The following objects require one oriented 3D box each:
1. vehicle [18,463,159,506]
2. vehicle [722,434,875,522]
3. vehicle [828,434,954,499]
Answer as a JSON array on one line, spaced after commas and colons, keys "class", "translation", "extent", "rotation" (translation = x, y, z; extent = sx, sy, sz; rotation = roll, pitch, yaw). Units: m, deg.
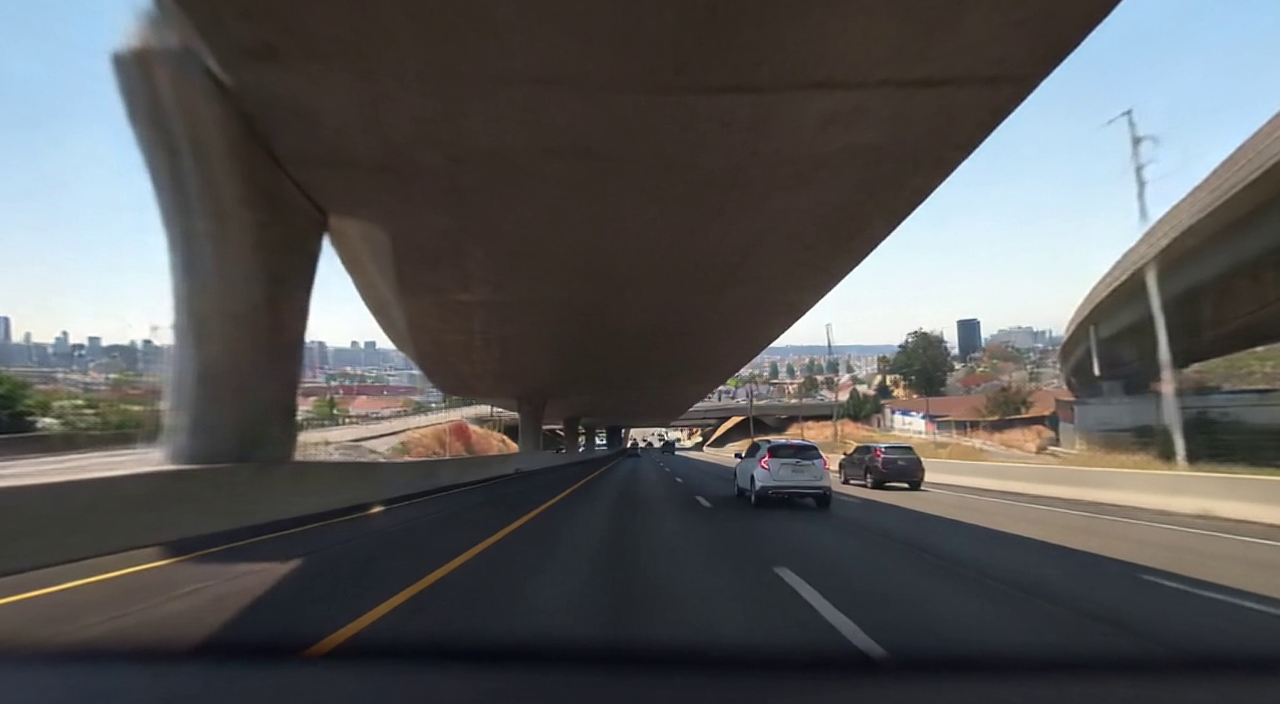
[{"class": "vehicle", "translation": [-22.926, 5.489, 26.498], "extent": [1.845, 1.496, 4.380], "rotation": [0, -8, 2]}, {"class": "vehicle", "translation": [3.104, 2.576, 13.516], "extent": [1.982, 1.533, 4.612], "rotation": [0, -8, -1]}, {"class": "vehicle", "translation": [6.871, 3.150, 17.780], "extent": [1.856, 1.592, 3.920], "rotation": [0, -8, -1]}]
